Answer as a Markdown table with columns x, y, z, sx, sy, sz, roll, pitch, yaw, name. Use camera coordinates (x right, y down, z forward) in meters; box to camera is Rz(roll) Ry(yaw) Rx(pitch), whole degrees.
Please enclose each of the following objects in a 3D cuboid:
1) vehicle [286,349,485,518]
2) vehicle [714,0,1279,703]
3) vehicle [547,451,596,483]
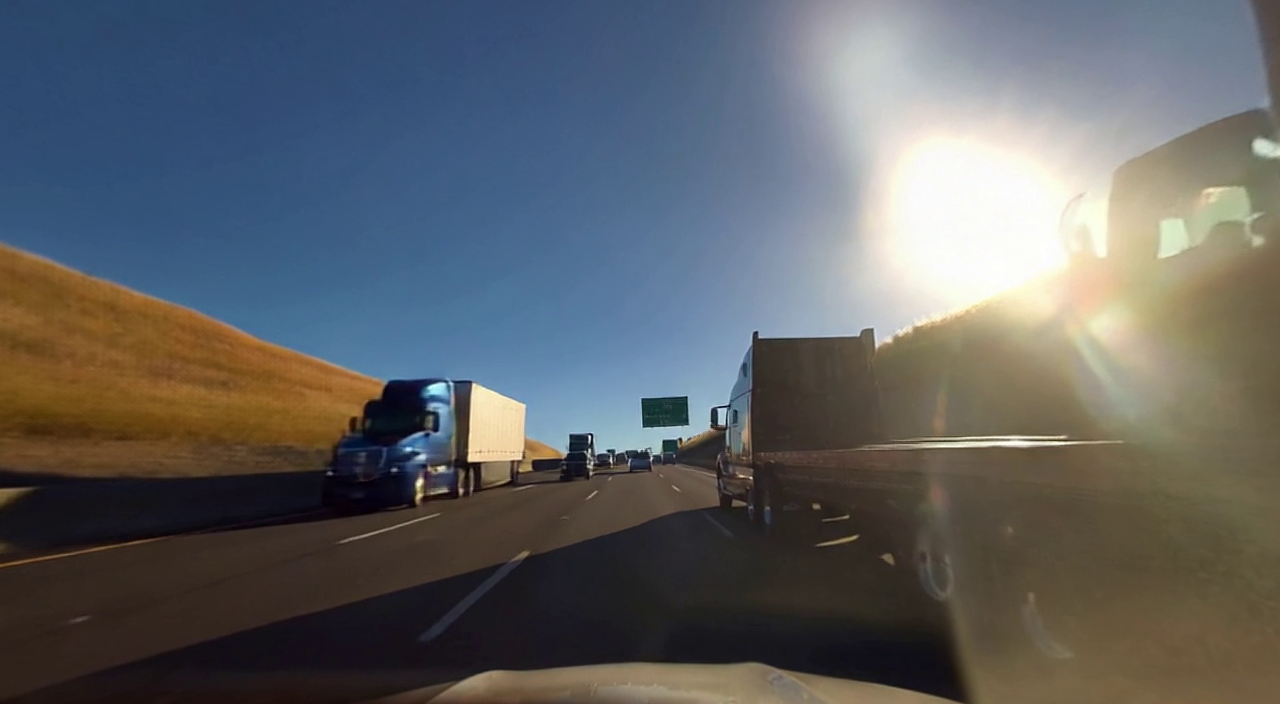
| x | y | z | sx | sy | sz | roll | pitch | yaw | name |
| --- | --- | --- | --- | --- | --- | --- | --- | --- | --- |
| -6.705 | 2.342 | 17.865 | 3.004 | 3.974 | 5.891 | 0 | -9 | 0 | vehicle |
| 3.397 | 0.753 | 8.789 | 2.845 | 4.071 | 14.008 | 0 | -9 | -1 | vehicle |
| -3.629 | 6.206 | 34.284 | 2.088 | 1.589 | 4.464 | 0 | -9 | 1 | vehicle |
